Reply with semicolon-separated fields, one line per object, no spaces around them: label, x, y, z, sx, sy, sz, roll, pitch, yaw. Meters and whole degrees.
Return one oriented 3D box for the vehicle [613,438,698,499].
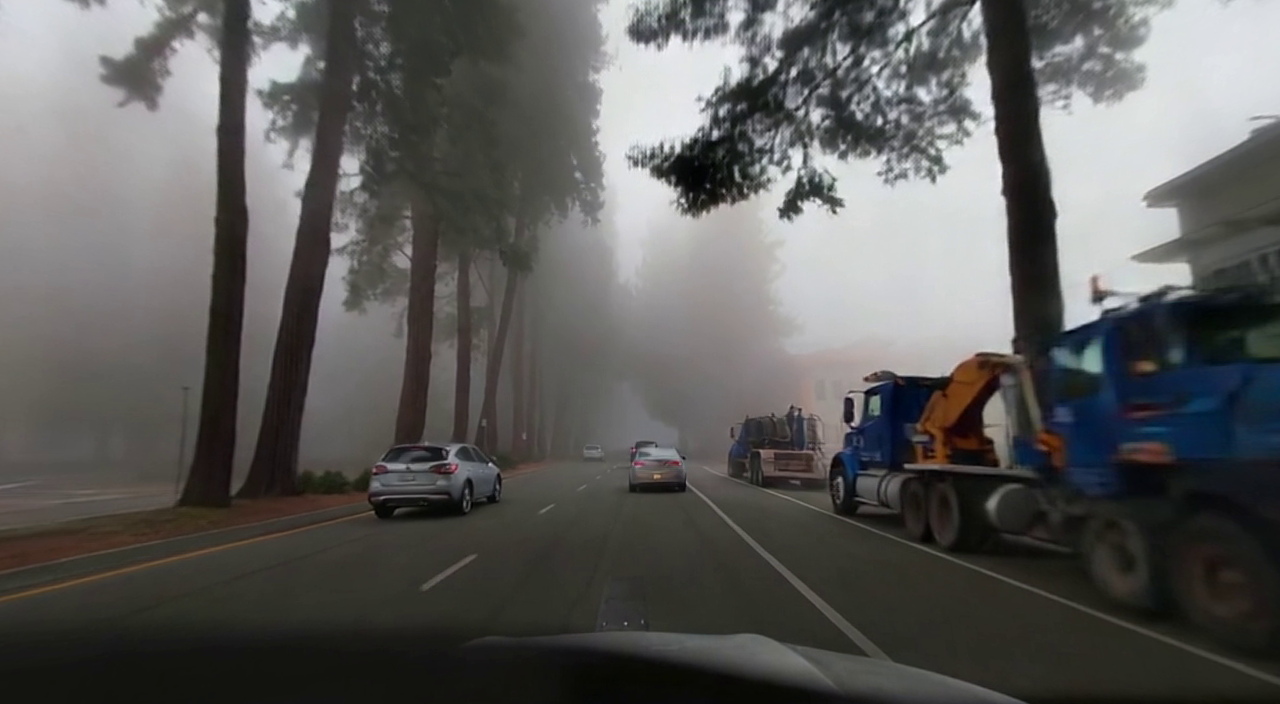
vehicle;0.386;3.164;17.527;2.086;1.466;4.026;0;-8;0

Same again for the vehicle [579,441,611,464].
vehicle;-3.472;7.789;48.971;2.062;1.641;4.193;0;-8;2

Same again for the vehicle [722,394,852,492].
vehicle;5.533;3.685;25.691;3.089;3.258;8.841;0;-8;0

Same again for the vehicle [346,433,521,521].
vehicle;-4.064;2.540;13.415;2.003;1.507;4.808;0;-8;1

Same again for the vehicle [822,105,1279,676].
vehicle;5.595;0.966;8.958;2.867;3.600;11.047;0;-8;1
